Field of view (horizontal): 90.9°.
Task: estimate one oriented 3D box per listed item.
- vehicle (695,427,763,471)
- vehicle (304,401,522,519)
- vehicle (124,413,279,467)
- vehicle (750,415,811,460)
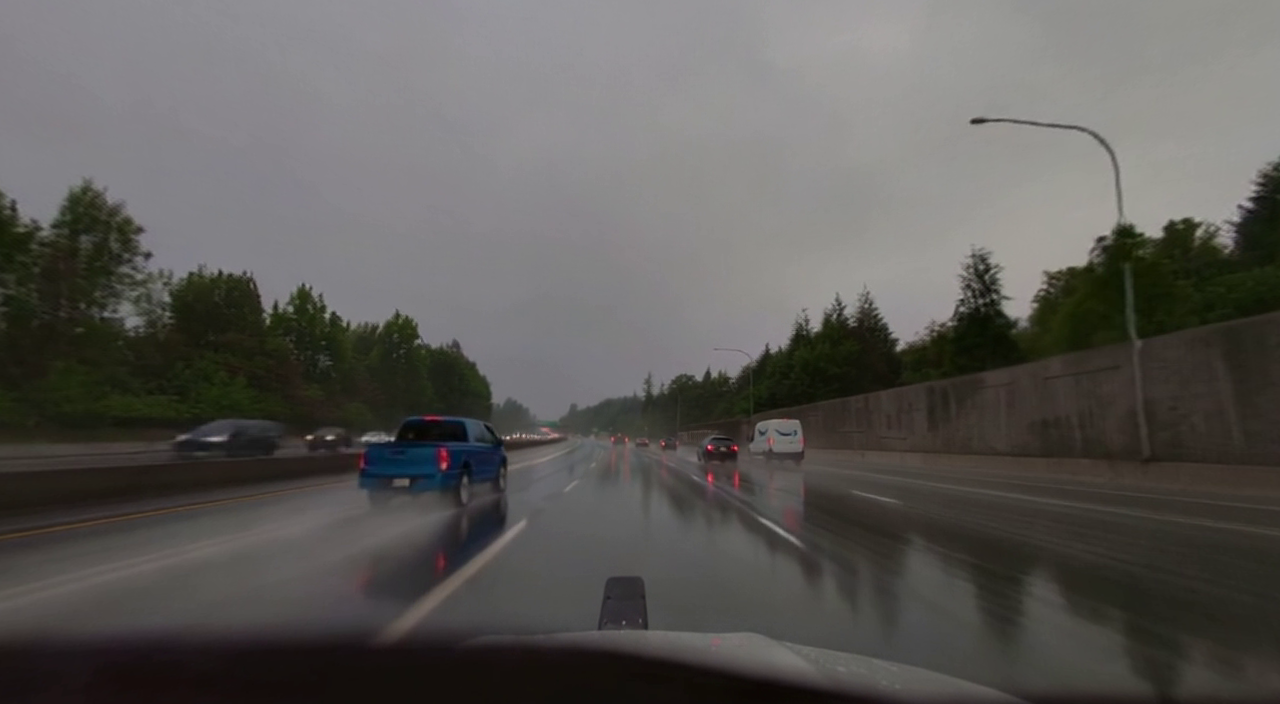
[{"bbox_3d":[3.751,4.194,27.401,2.141,1.732,4.279,0,-8,-3],"label":"vehicle"},{"bbox_3d":[-4.219,2.167,13.136,2.331,1.884,5.787,-1,-8,1],"label":"vehicle"},{"bbox_3d":[-17.693,3.635,25.949,2.279,1.925,5.802,0,-8,-1],"label":"vehicle"},{"bbox_3d":[9.465,5.909,43.222,2.274,2.802,6.802,0,-8,-3],"label":"vehicle"}]
